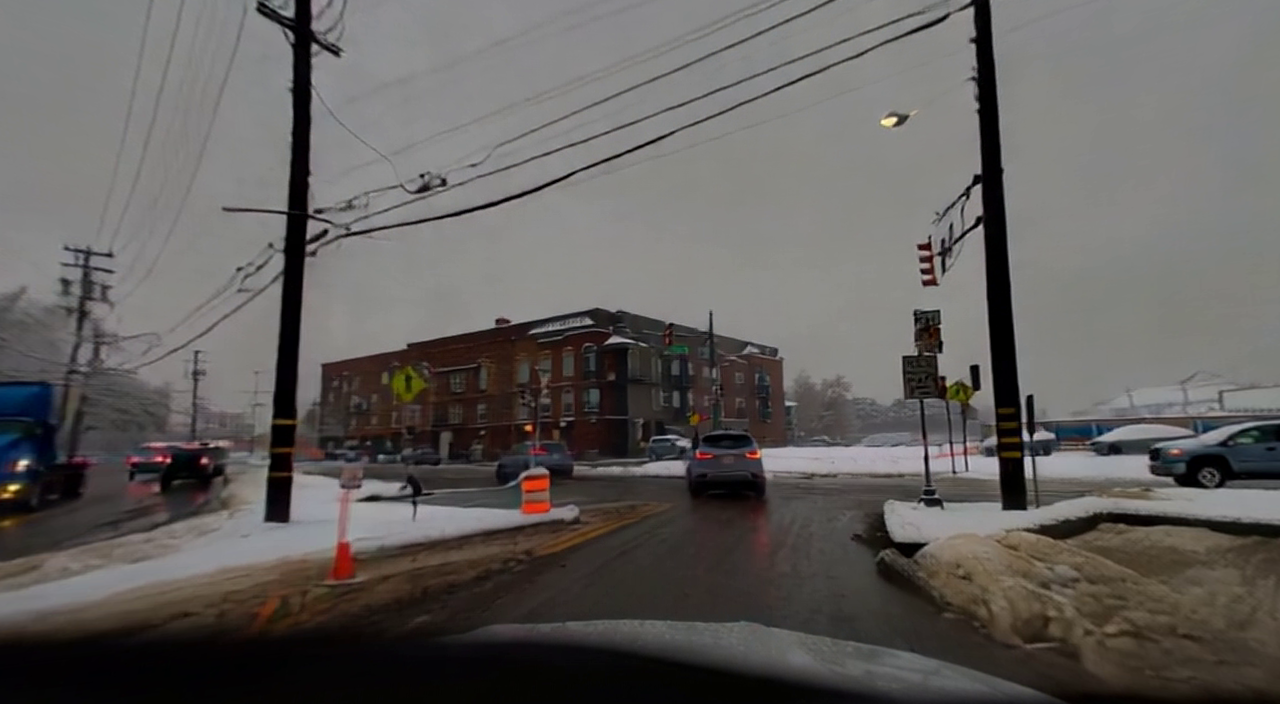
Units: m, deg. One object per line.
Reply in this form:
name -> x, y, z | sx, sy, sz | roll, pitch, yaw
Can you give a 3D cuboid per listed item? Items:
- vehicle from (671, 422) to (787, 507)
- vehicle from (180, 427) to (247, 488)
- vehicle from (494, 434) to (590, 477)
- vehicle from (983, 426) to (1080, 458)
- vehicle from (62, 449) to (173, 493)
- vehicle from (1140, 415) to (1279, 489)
vehicle -> 2.097, 2.867, 16.653 | 2.256, 1.859, 5.118 | 0, -8, -1
vehicle -> -20.153, 4.963, 30.017 | 1.959, 2.654, 4.078 | 4, -9, -26
vehicle -> -4.996, 5.125, 31.592 | 2.206, 1.911, 5.548 | 6, -10, -39
vehicle -> 22.070, 5.107, 35.707 | 4.382, 1.688, 1.937 | -6, -10, 36
vehicle -> -23.191, 5.252, 28.333 | 2.509, 1.731, 4.549 | 3, -9, -23
vehicle -> 16.533, 2.615, 16.633 | 4.740, 1.802, 2.249 | -4, -9, 25
